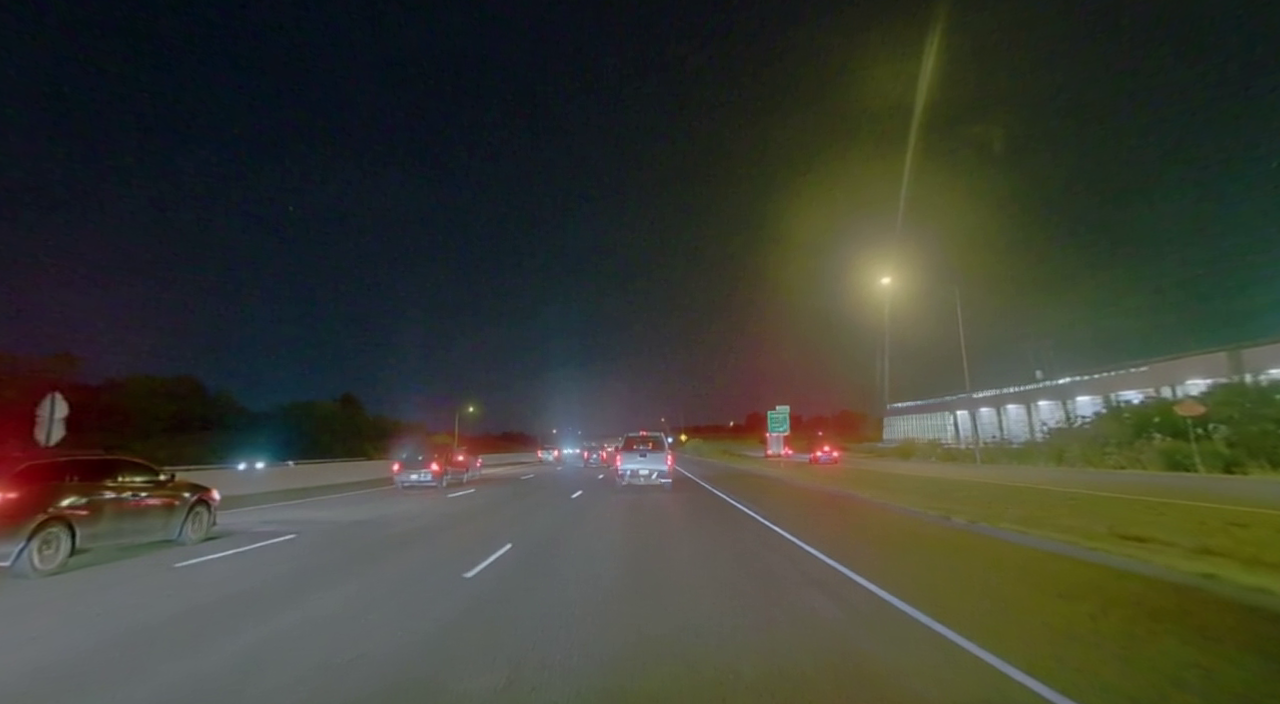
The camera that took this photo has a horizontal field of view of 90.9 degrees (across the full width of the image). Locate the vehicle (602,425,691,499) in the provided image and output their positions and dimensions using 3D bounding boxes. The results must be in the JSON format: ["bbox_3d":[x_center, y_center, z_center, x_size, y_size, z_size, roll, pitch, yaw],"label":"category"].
[{"bbox_3d":[0.183,3.003,17.439,2.152,1.779,3.924,0,-9,1],"label":"vehicle"}]

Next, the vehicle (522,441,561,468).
[{"bbox_3d":[-7.226,7.593,46.799,2.106,1.816,4.936,0,-9,0],"label":"vehicle"}]

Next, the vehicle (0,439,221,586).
[{"bbox_3d":[-7.358,1.785,7.432,1.864,1.458,4.295,0,-9,0],"label":"vehicle"}]

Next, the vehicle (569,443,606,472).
[{"bbox_3d":[-3.209,6.549,39.362,1.952,1.649,4.131,0,-9,1],"label":"vehicle"}]

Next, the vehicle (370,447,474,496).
[{"bbox_3d":[-7.099,3.907,21.019,1.869,1.466,4.217,0,-9,1],"label":"vehicle"}]

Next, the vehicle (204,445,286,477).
[{"bbox_3d":[-24.808,6.847,39.812,2.180,1.827,4.563,0,-9,0],"label":"vehicle"}]
